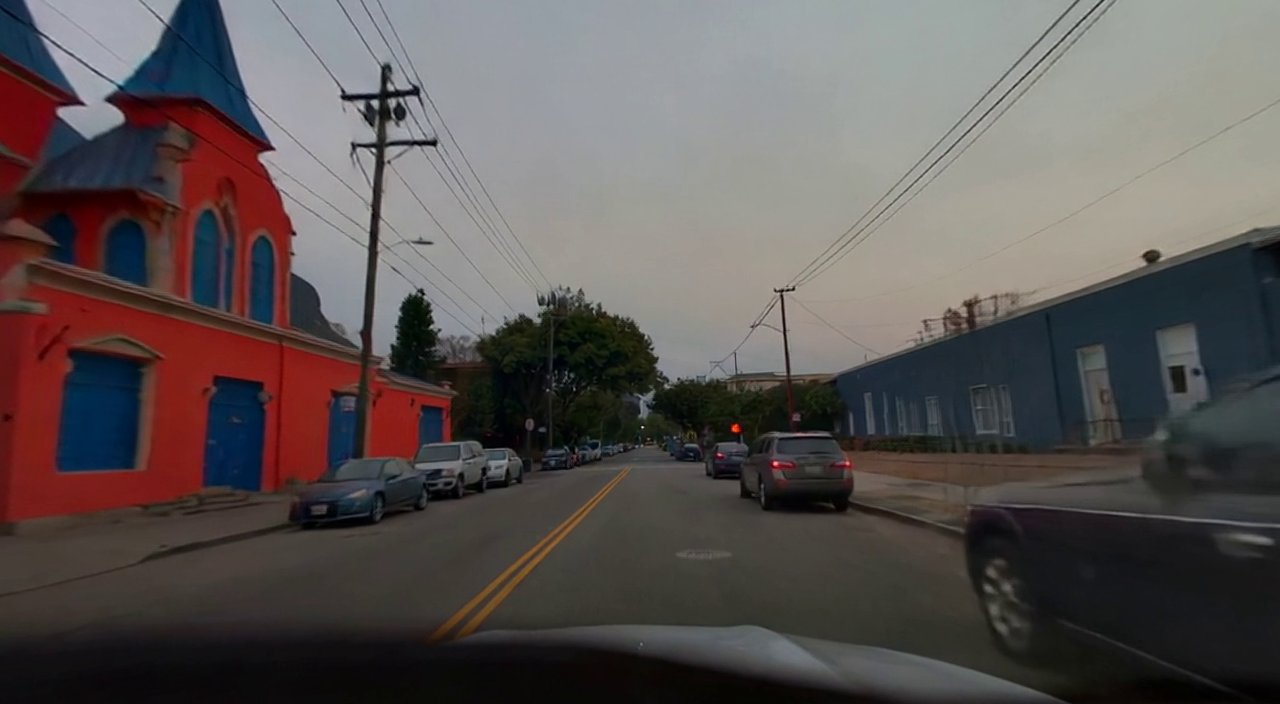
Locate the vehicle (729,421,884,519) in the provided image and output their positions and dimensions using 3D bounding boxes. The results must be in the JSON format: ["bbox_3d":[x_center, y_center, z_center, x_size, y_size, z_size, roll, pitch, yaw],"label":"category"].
[{"bbox_3d":[3.478,2.586,14.310,2.182,1.824,4.622,0,-9,-1],"label":"vehicle"}]

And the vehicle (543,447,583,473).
[{"bbox_3d":[-5.390,7.578,44.540,1.910,1.488,3.999,-5,-7,5],"label":"vehicle"}]

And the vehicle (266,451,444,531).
[{"bbox_3d":[-6.163,3.020,14.364,1.844,1.486,4.474,0,-9,2],"label":"vehicle"}]

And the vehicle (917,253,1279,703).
[{"bbox_3d":[3.321,0.730,2.539,2.263,1.996,4.870,0,-9,1],"label":"vehicle"}]

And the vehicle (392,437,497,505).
[{"bbox_3d":[-6.058,3.705,20.140,1.983,1.809,4.503,-2,-9,-1],"label":"vehicle"}]
